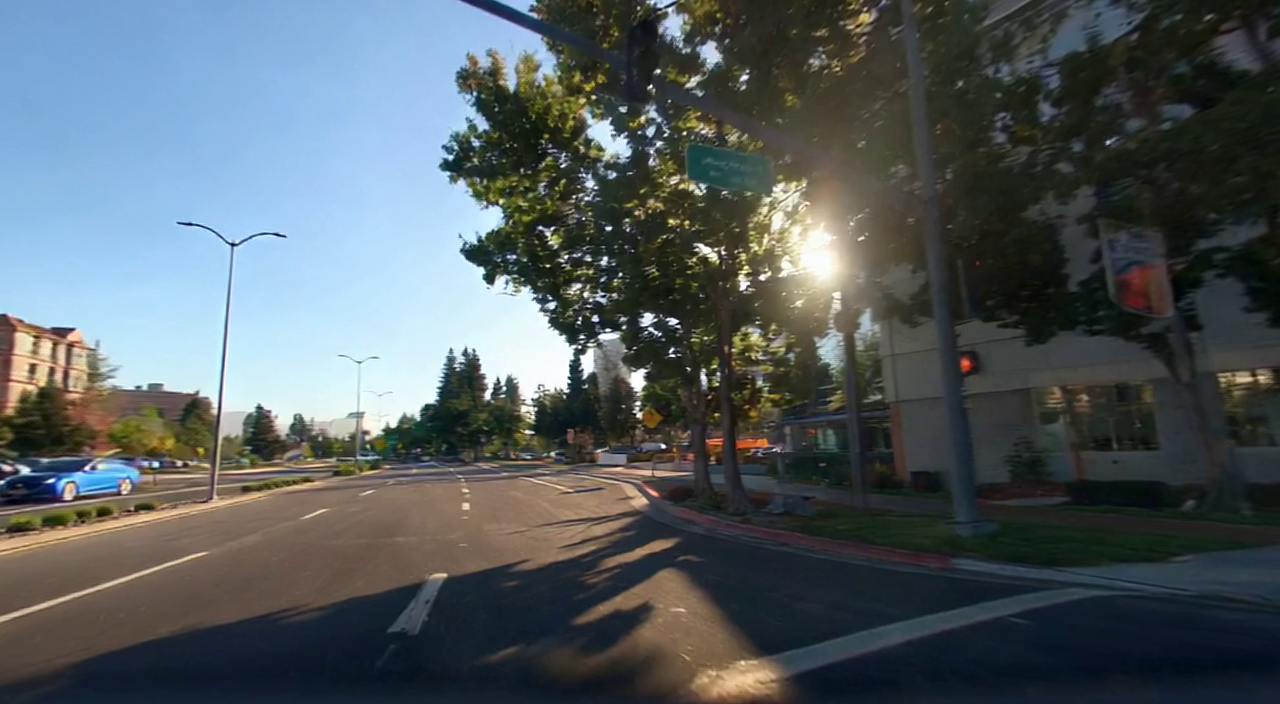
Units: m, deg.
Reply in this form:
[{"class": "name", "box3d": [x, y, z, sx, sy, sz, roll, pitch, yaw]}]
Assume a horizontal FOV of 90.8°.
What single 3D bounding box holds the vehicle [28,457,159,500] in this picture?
[{"class": "vehicle", "box3d": [-22.373, 5.149, 26.166, 2.152, 1.521, 4.767, 2, -9, -16]}]
